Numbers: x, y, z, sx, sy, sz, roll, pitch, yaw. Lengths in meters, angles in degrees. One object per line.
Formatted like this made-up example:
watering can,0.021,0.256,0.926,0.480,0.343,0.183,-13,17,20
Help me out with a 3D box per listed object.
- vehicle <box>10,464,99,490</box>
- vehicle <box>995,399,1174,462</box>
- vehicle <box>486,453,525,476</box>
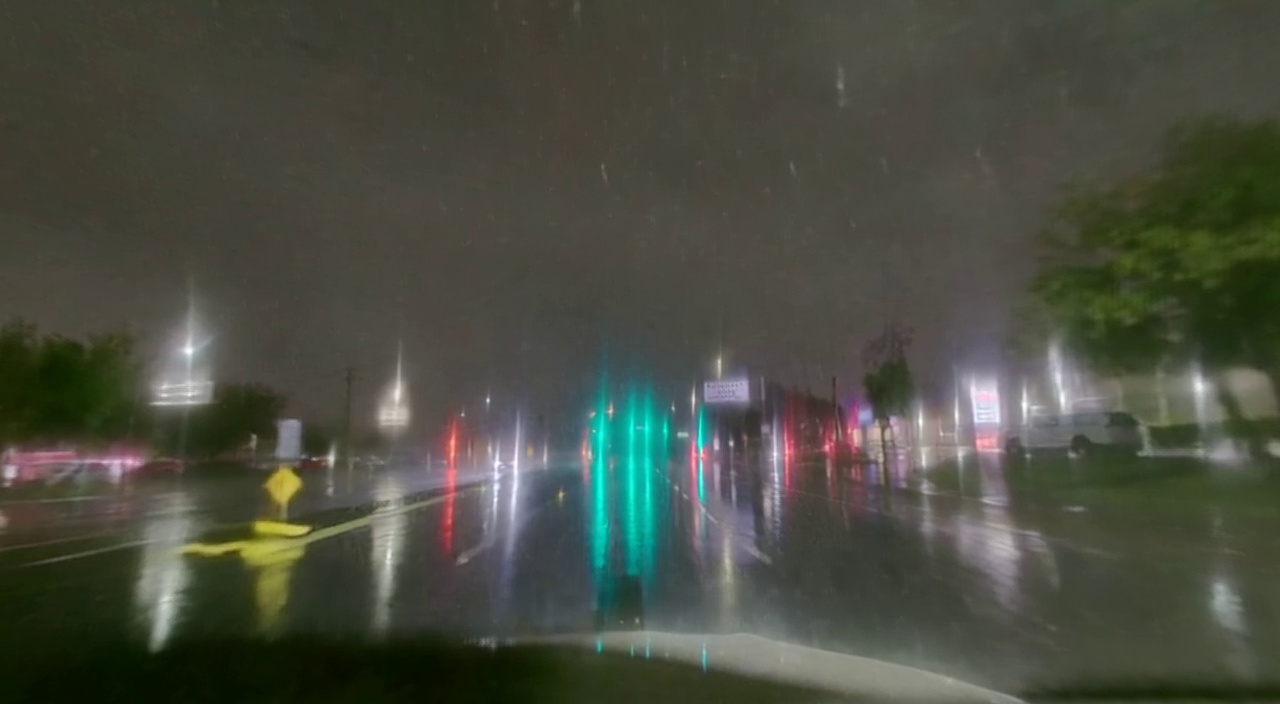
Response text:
vehicle,-41.479,8.829,44.817,4.377,1.711,1.930,0,-8,1
vehicle,16.651,3.056,24.250,2.228,2.098,5.872,0,-8,-4
vehicle,-9.776,8.188,46.246,1.893,1.525,4.237,0,-8,1
